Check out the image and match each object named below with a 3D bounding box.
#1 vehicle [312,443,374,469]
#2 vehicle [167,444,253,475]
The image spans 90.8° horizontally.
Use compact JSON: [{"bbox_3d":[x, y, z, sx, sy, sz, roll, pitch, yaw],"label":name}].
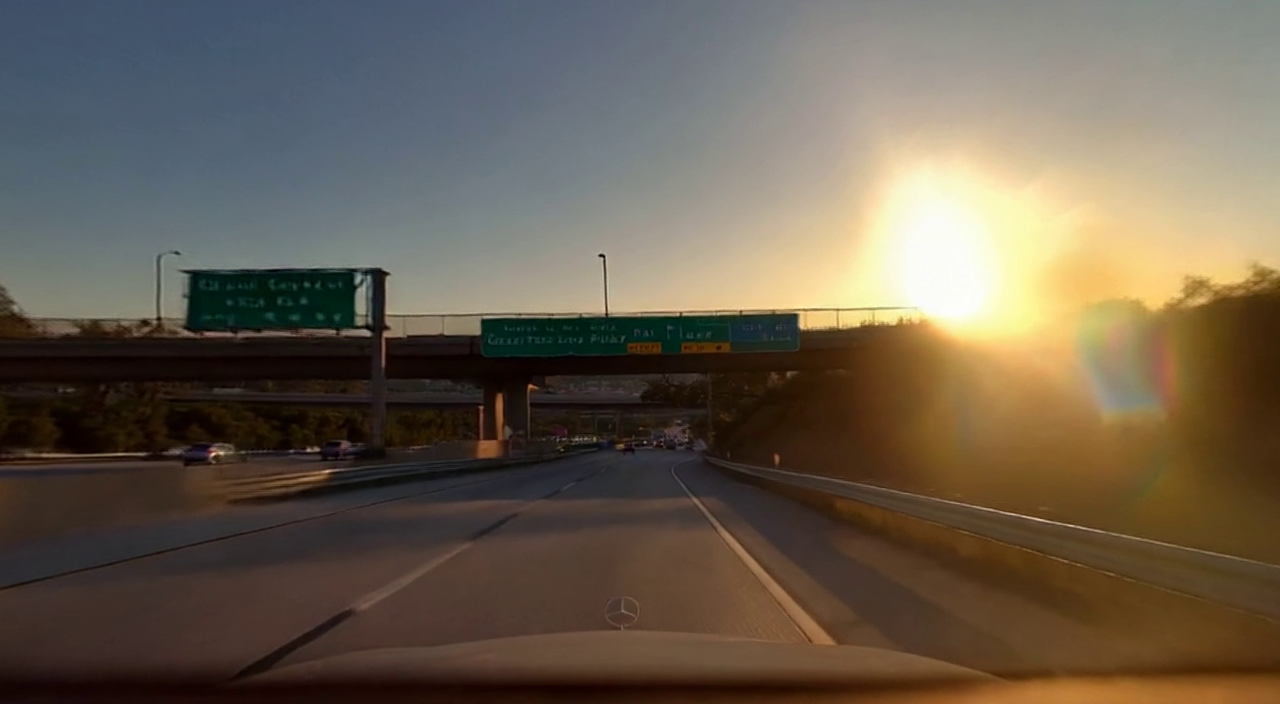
[{"bbox_3d":[-18.753,6.594,40.126,2.271,1.537,4.029,1,-9,-6],"label":"vehicle"},{"bbox_3d":[-22.971,5.714,33.964,1.829,1.520,4.505,1,-9,-6],"label":"vehicle"}]
